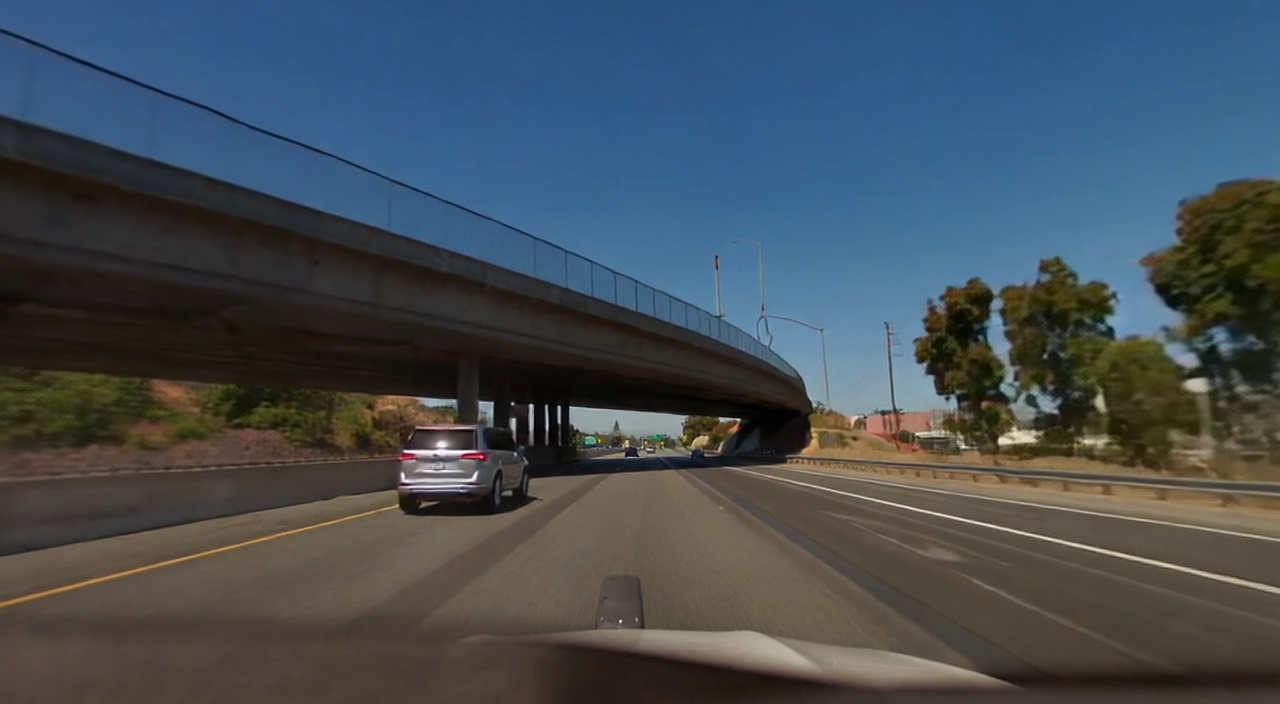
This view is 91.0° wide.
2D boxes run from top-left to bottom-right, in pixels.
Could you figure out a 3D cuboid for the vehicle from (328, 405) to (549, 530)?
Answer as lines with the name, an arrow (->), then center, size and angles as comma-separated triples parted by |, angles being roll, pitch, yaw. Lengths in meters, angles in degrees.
vehicle -> -3.547, 2.226, 12.723 | 2.431, 1.928, 5.760 | 0, -9, 1
